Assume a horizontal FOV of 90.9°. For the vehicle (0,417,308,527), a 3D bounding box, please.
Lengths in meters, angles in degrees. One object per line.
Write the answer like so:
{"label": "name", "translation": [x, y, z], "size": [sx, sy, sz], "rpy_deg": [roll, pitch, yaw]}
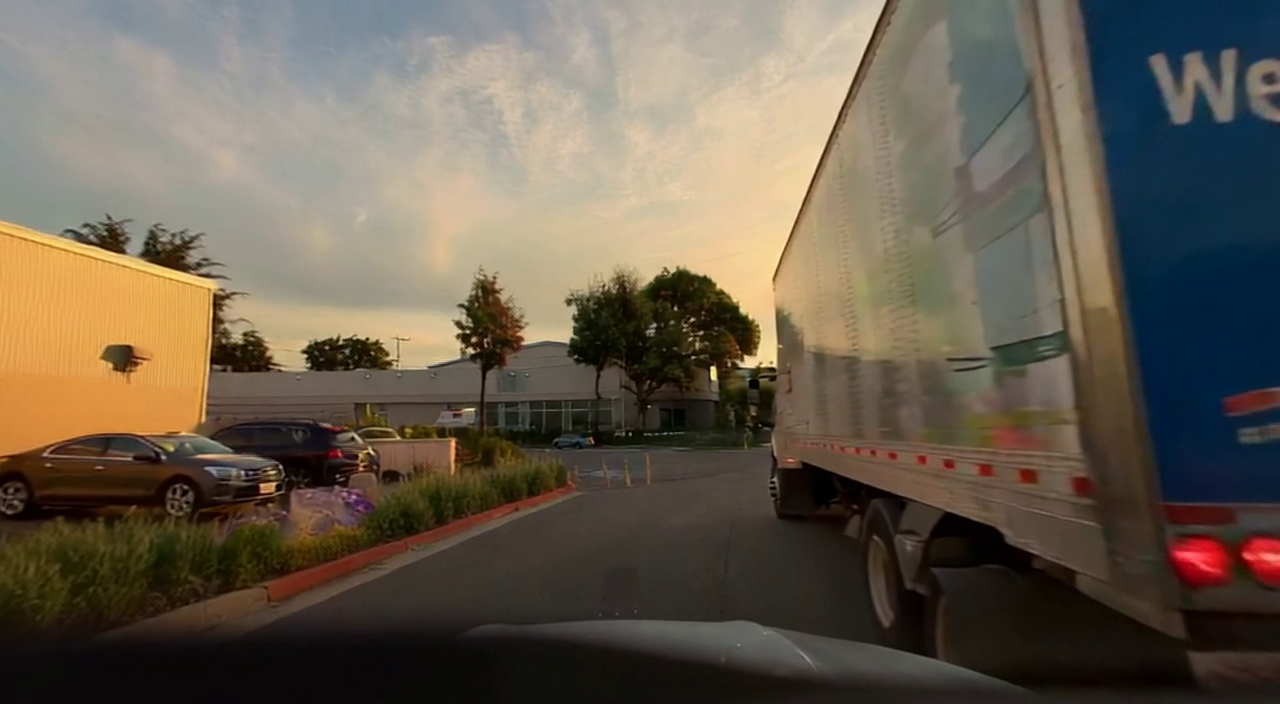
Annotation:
{"label": "vehicle", "translation": [-7.578, 1.763, 9.543], "size": [4.015, 1.461, 1.903], "rpy_deg": [-1, -8, 2]}

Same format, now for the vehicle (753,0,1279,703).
{"label": "vehicle", "translation": [3.509, 0.433, 8.181], "size": [2.865, 4.113, 14.471], "rpy_deg": [-1, -8, 6]}
